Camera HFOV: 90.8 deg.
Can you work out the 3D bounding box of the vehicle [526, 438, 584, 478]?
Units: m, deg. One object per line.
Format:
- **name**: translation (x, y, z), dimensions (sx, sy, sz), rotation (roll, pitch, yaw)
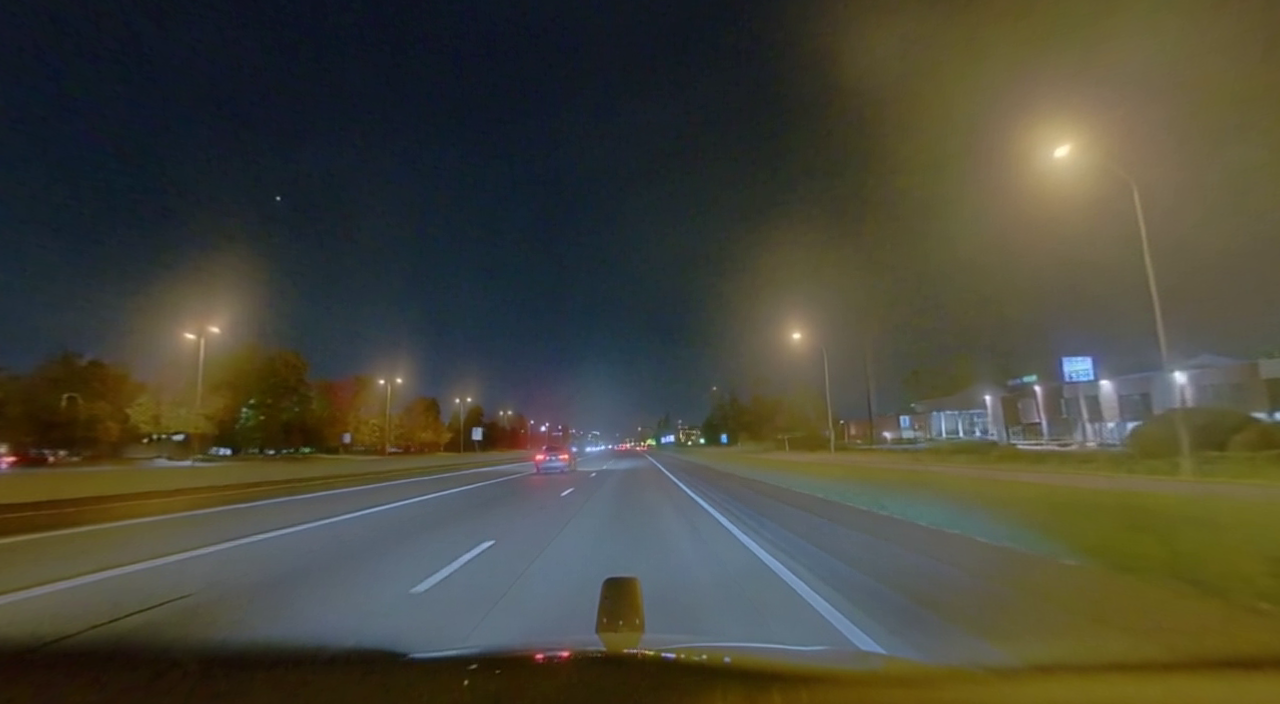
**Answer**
- **vehicle**: translation (-4.061, 5.128, 30.938), dimensions (2.150, 1.761, 4.697), rotation (0, -8, 1)
